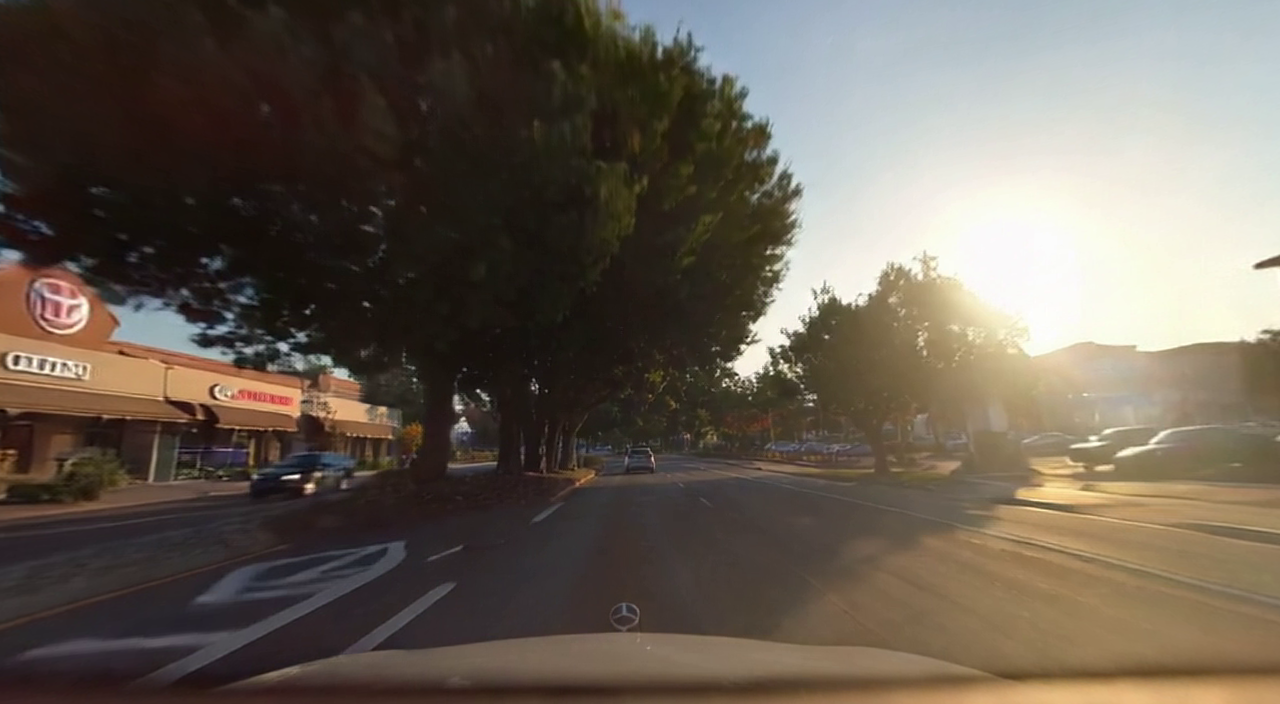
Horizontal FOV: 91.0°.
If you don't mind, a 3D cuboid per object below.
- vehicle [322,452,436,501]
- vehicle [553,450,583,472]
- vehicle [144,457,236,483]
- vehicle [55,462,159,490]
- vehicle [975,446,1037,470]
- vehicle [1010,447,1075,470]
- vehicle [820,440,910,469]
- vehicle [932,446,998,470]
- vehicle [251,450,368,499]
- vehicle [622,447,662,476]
[{"bbox_3d":[-9.075,4.331,22.371,2.072,1.483,4.619,0,-9,0],"label":"vehicle"},{"bbox_3d":[-5.111,7.752,45.004,2.033,1.486,3.771,1,-9,-5],"label":"vehicle"},{"bbox_3d":[-29.322,7.705,41.145,4.367,1.613,2.004,0,-9,-3],"label":"vehicle"},{"bbox_3d":[-30.047,6.993,35.551,4.189,1.385,1.832,1,-8,0],"label":"vehicle"},{"bbox_3d":[25.631,7.422,44.185,1.883,1.524,4.065,-2,-10,1],"label":"vehicle"},{"bbox_3d":[28.260,7.469,44.328,1.898,1.536,4.025,0,-9,0],"label":"vehicle"},{"bbox_3d":[15.685,7.179,44.012,5.466,1.861,2.135,-6,-11,31],"label":"vehicle"},{"bbox_3d":[22.671,7.419,44.121,1.955,1.499,4.687,-2,-9,-2],"label":"vehicle"},{"bbox_3d":[-12.975,4.800,25.170,2.115,1.741,4.733,0,-9,0],"label":"vehicle"},{"bbox_3d":[0.047,5.802,33.492,1.998,1.452,3.773,0,-9,-2],"label":"vehicle"}]
